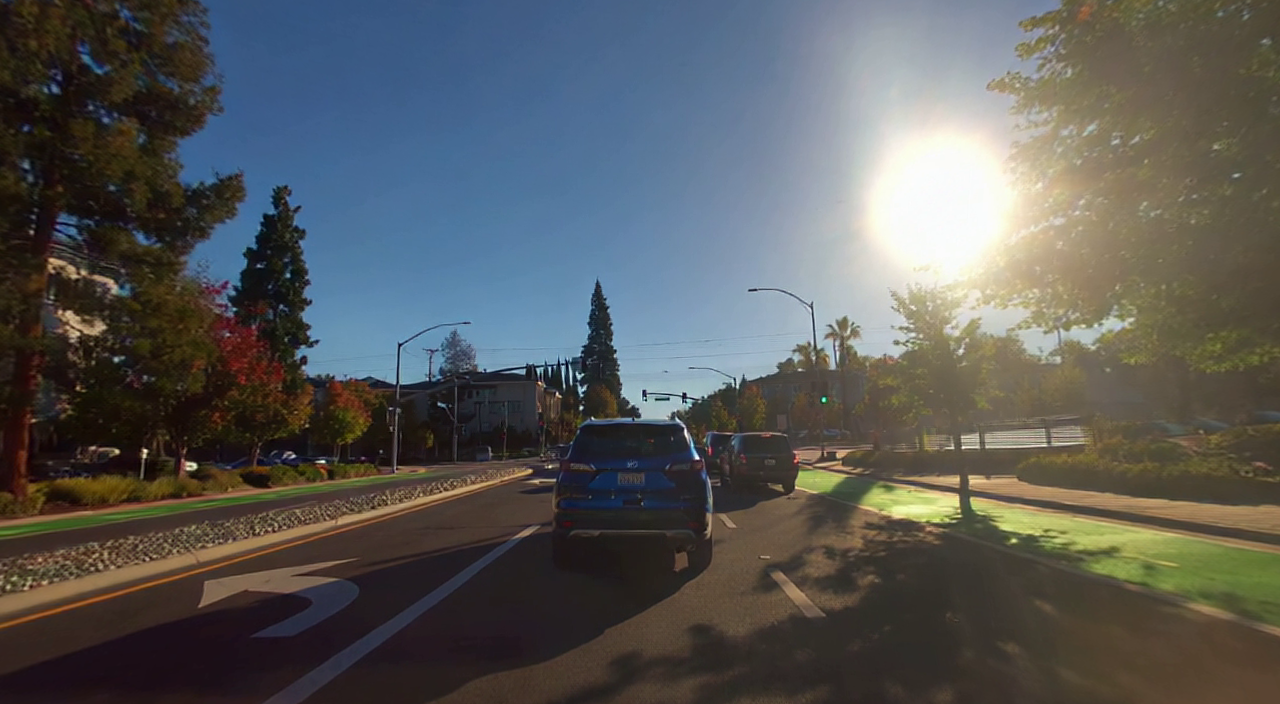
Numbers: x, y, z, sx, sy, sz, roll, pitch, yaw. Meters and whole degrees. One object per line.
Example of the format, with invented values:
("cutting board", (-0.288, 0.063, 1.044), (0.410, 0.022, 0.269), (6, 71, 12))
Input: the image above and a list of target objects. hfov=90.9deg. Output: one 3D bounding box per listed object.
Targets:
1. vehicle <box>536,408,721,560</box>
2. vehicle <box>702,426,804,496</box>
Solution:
("vehicle", (-0.117, 1.805, 9.270), (2.109, 1.730, 3.963), (0, -8, 0))
("vehicle", (3.169, 3.197, 18.780), (2.189, 1.815, 4.495), (0, -8, 0))
